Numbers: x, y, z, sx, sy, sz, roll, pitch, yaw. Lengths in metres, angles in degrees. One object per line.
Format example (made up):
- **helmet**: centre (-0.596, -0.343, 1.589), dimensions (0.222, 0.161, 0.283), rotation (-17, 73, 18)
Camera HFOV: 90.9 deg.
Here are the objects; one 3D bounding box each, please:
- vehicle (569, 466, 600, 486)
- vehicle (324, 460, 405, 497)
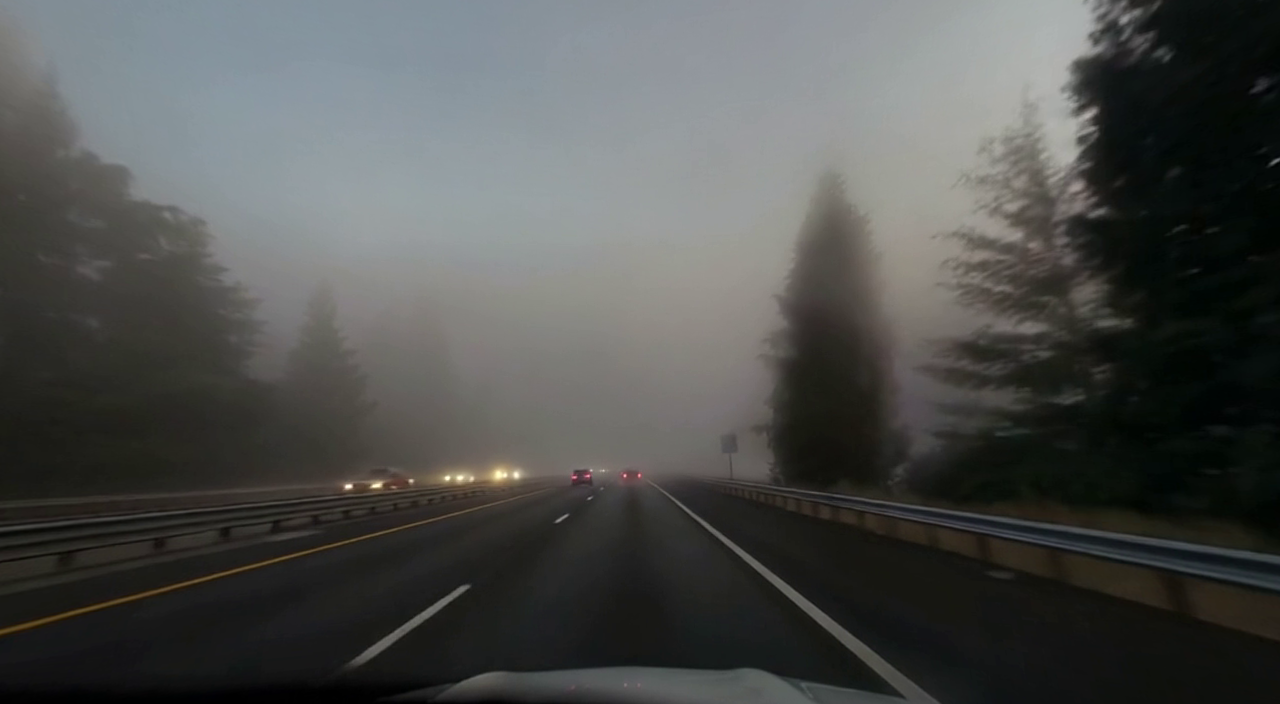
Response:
- **vehicle**: centre (-4.328, 9.761, 49.490), dimensions (2.088, 1.466, 3.939), rotation (1, -11, 0)
- **vehicle**: centre (-13.040, 6.042, 30.179), dimensions (1.898, 1.610, 4.494), rotation (1, -11, -1)
